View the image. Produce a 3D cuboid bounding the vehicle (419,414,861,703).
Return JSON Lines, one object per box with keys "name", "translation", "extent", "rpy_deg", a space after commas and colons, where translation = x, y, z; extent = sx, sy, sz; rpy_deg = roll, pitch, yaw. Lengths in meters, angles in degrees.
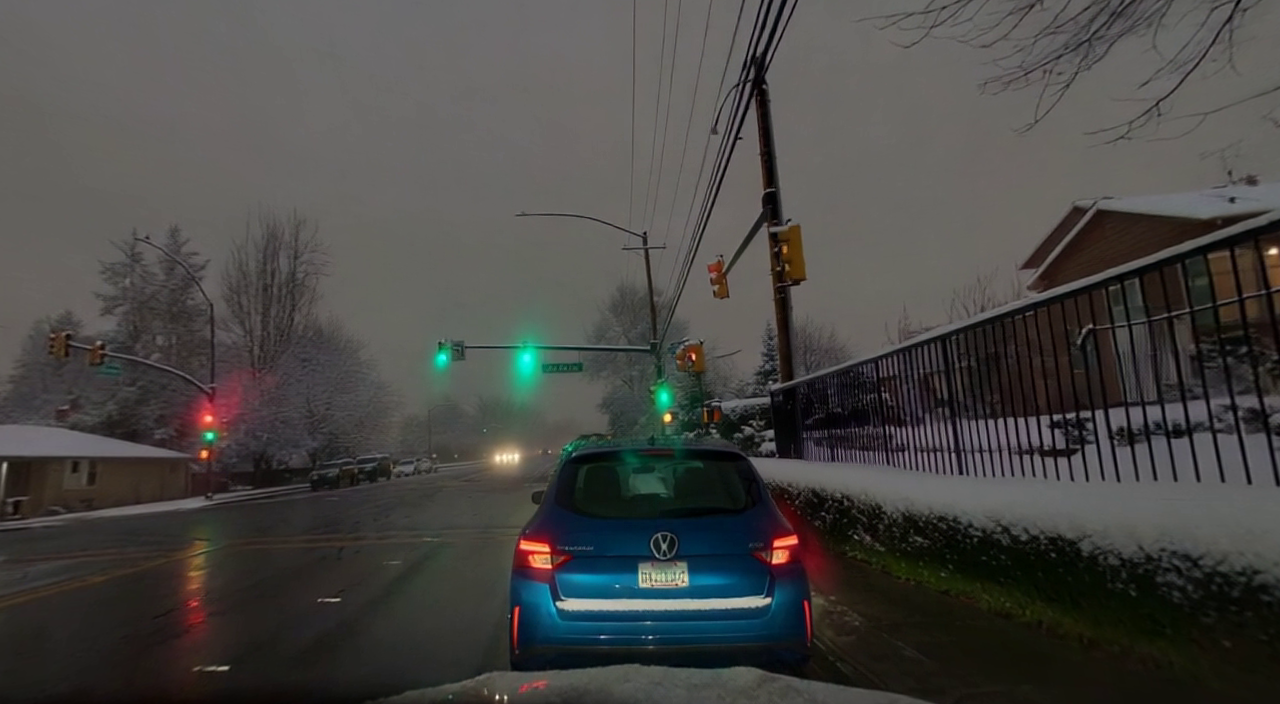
{"name": "vehicle", "translation": [-0.149, 1.320, 4.778], "extent": [2.024, 1.502, 3.702], "rpy_deg": [1, -9, -6]}
